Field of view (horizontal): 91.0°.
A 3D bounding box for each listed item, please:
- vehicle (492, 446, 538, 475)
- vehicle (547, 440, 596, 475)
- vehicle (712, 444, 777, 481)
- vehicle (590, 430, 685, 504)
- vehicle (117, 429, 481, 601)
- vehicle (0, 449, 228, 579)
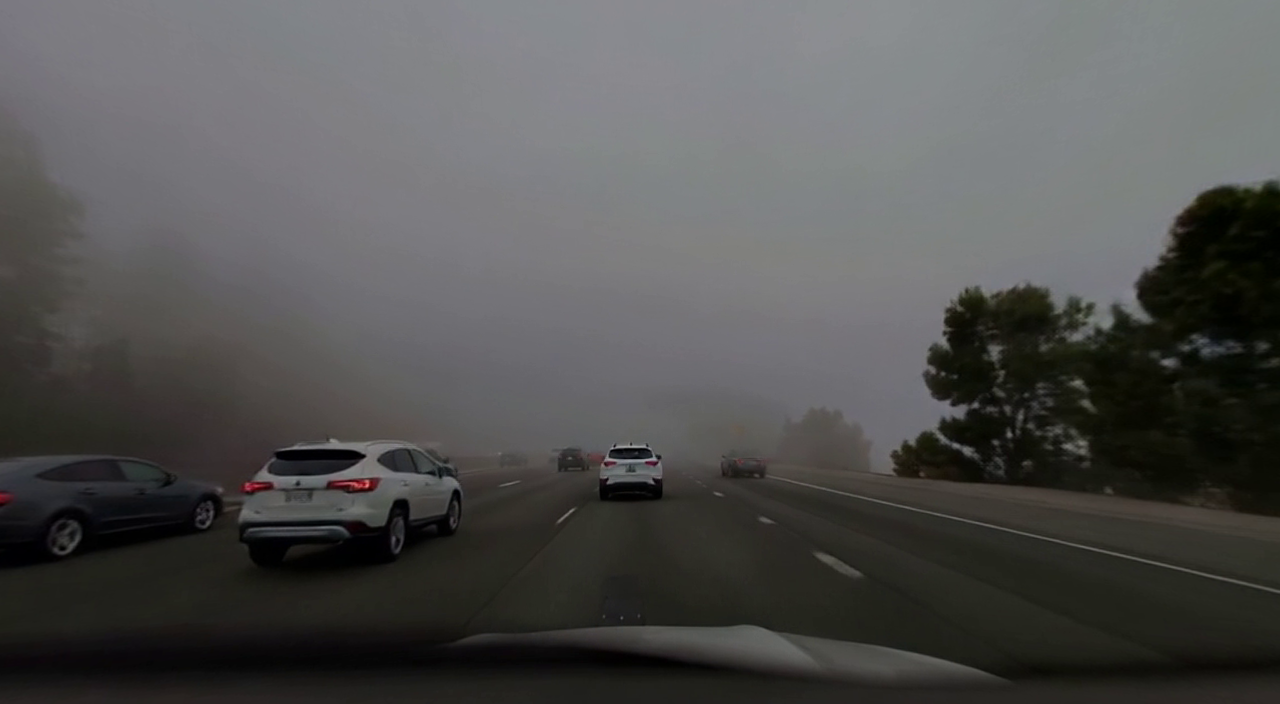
[{"bbox_3d":[-7.443,6.457,37.839,1.931,1.617,4.060,0,-9,0],"label":"vehicle"},{"bbox_3d":[-3.648,5.742,34.500,2.142,1.808,4.266,0,-9,1],"label":"vehicle"},{"bbox_3d":[4.518,4.832,27.940,2.006,1.474,4.669,0,-9,-1],"label":"vehicle"},{"bbox_3d":[-0.051,3.032,17.004,2.223,1.722,4.177,0,-9,0],"label":"vehicle"},{"bbox_3d":[-3.582,1.773,7.806,2.011,1.498,4.341,0,-9,1],"label":"vehicle"},{"bbox_3d":[-7.946,2.019,8.513,1.948,1.391,4.111,0,-9,0],"label":"vehicle"}]
